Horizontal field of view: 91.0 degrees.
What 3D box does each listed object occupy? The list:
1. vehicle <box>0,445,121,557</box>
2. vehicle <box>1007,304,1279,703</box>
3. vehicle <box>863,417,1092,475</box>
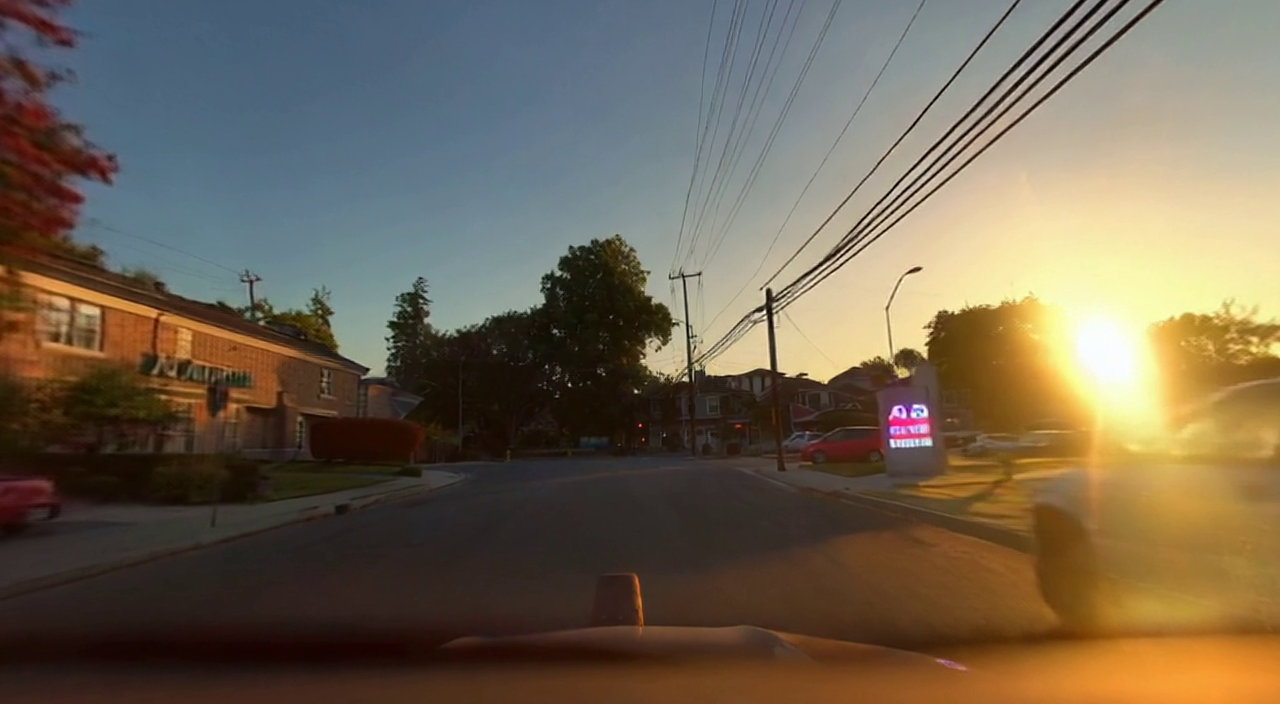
[{"bbox_3d":[-11.092,2.148,9.378,4.813,1.503,1.923,1,-8,-5],"label":"vehicle"},{"bbox_3d":[4.005,0.665,2.269,2.205,1.923,5.178,0,-8,0],"label":"vehicle"},{"bbox_3d":[10.624,3.020,20.240,6.000,1.740,2.356,0,-8,-1],"label":"vehicle"}]
